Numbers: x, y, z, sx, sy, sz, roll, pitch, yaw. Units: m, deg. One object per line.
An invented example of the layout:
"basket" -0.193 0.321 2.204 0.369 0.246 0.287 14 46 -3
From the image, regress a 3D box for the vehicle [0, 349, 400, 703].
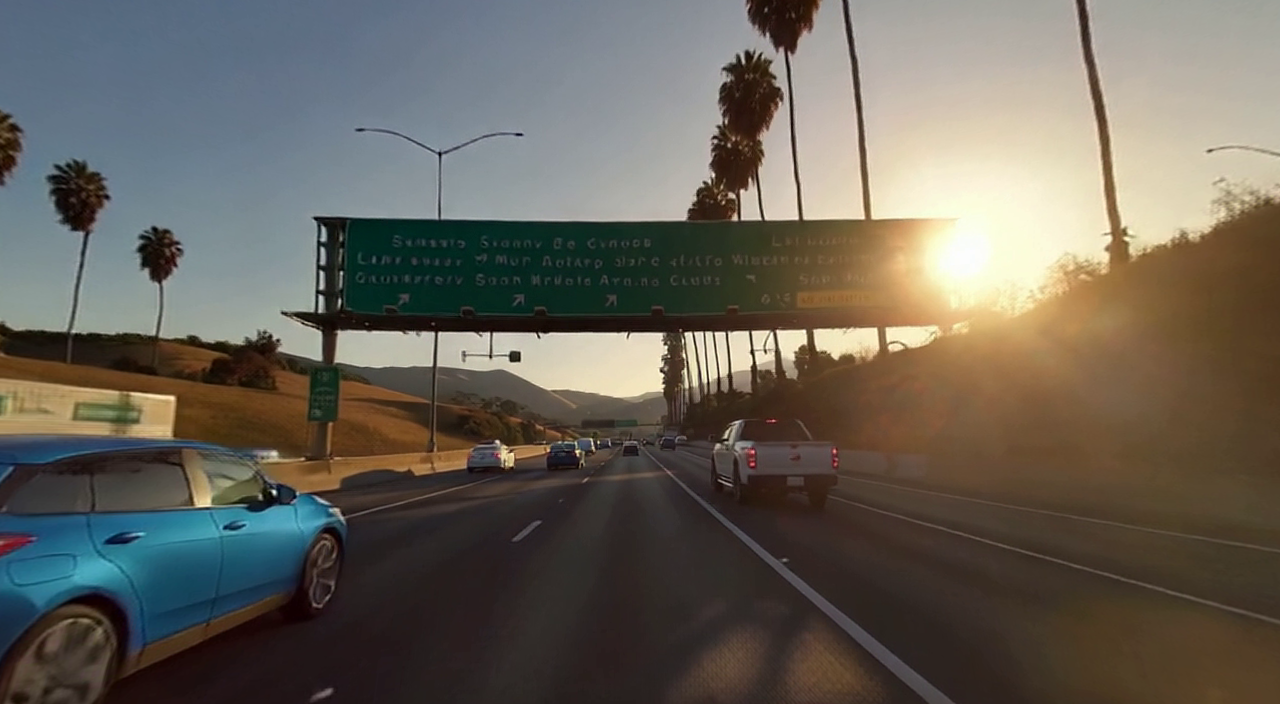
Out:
"vehicle" -3.222 1.082 3.889 1.885 1.654 4.103 0 -9 0

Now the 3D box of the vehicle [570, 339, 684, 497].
"vehicle" -0.264 2.477 21.602 2.906 4.040 10.743 0 -9 1

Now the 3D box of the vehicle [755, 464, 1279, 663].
"vehicle" 3.086 1.777 6.653 2.635 1.036 5.568 0 -9 -1

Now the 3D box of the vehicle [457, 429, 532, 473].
"vehicle" -7.004 4.881 31.194 2.344 1.954 5.579 0 -9 0
